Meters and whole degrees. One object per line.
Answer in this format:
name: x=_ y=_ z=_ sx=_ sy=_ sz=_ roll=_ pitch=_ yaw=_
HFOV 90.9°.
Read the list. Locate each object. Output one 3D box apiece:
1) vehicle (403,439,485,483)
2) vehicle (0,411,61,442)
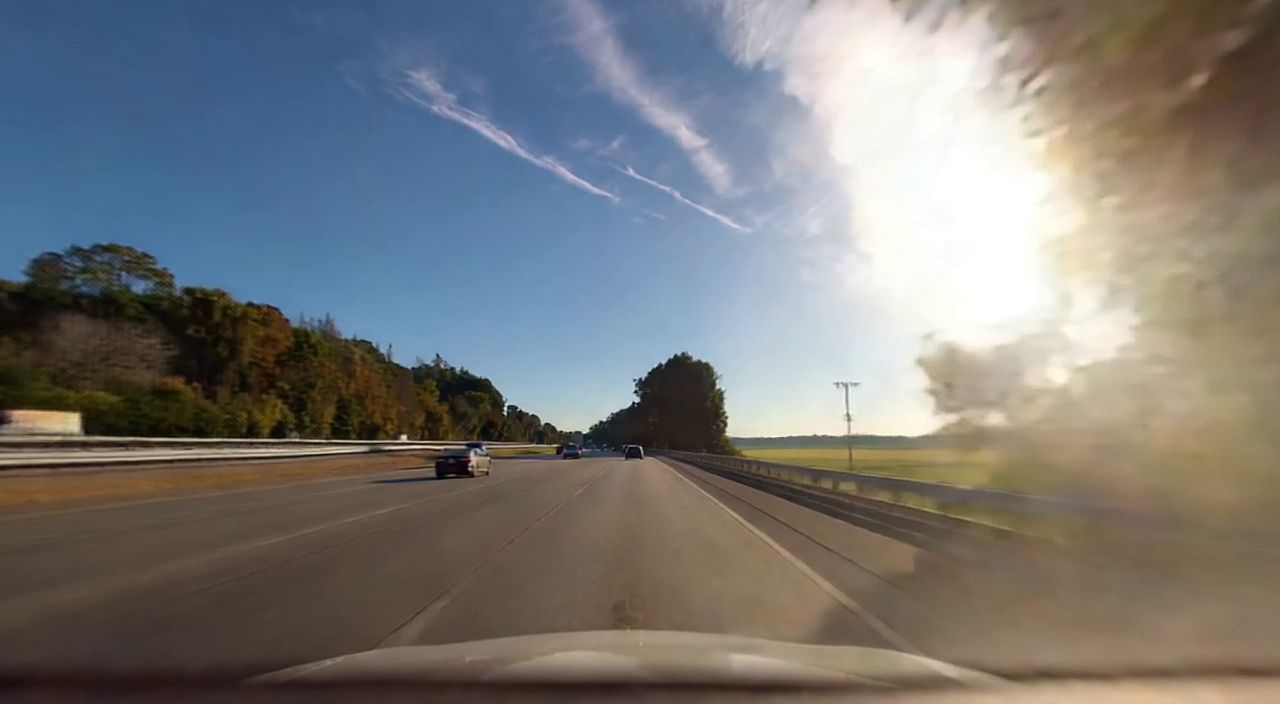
vehicle: x=-7.687 y=4.289 z=25.132 sx=1.972 sy=1.603 sz=3.891 roll=0 pitch=-8 yaw=0
vehicle: x=-42.445 y=4.994 z=41.863 sx=2.290 sy=1.947 sz=5.925 roll=0 pitch=-8 yaw=0
